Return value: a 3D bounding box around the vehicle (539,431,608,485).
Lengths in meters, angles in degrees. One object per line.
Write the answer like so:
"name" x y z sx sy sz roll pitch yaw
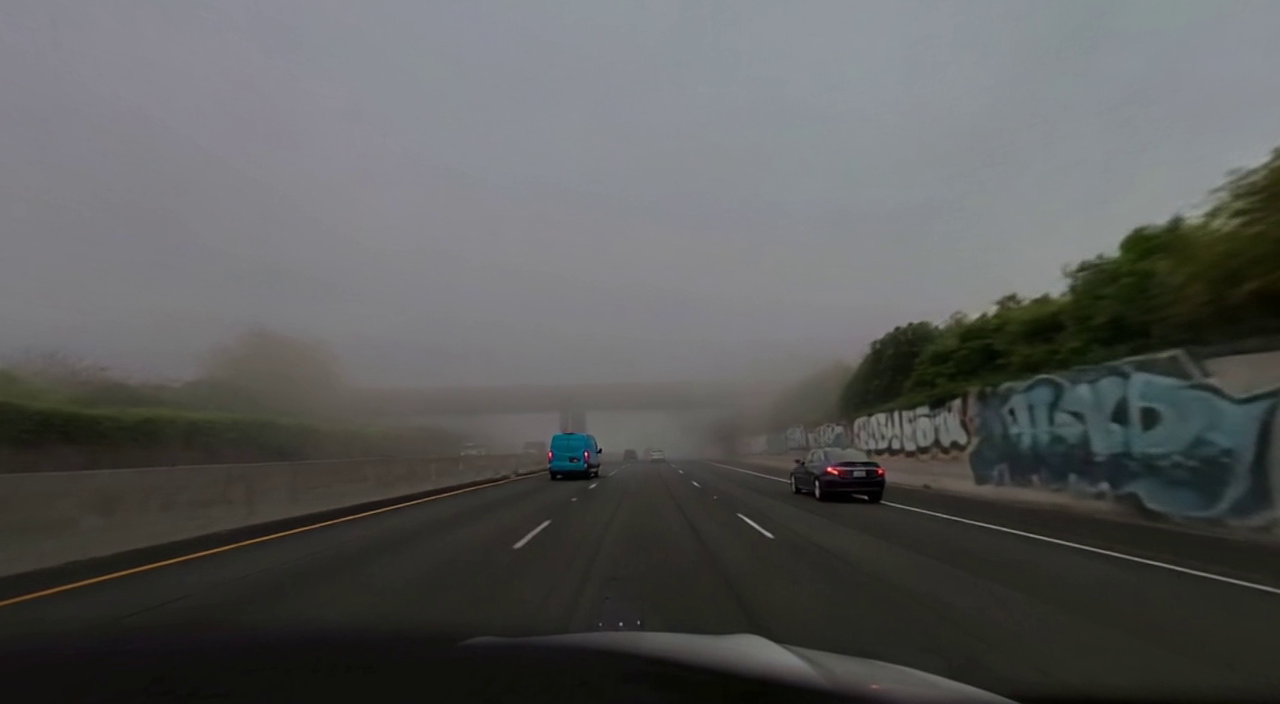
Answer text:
"vehicle" -2.669 4.441 26.749 2.310 2.030 5.094 0 -9 1

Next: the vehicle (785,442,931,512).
"vehicle" 5.237 3.043 15.942 1.972 1.492 4.623 0 -9 -1
